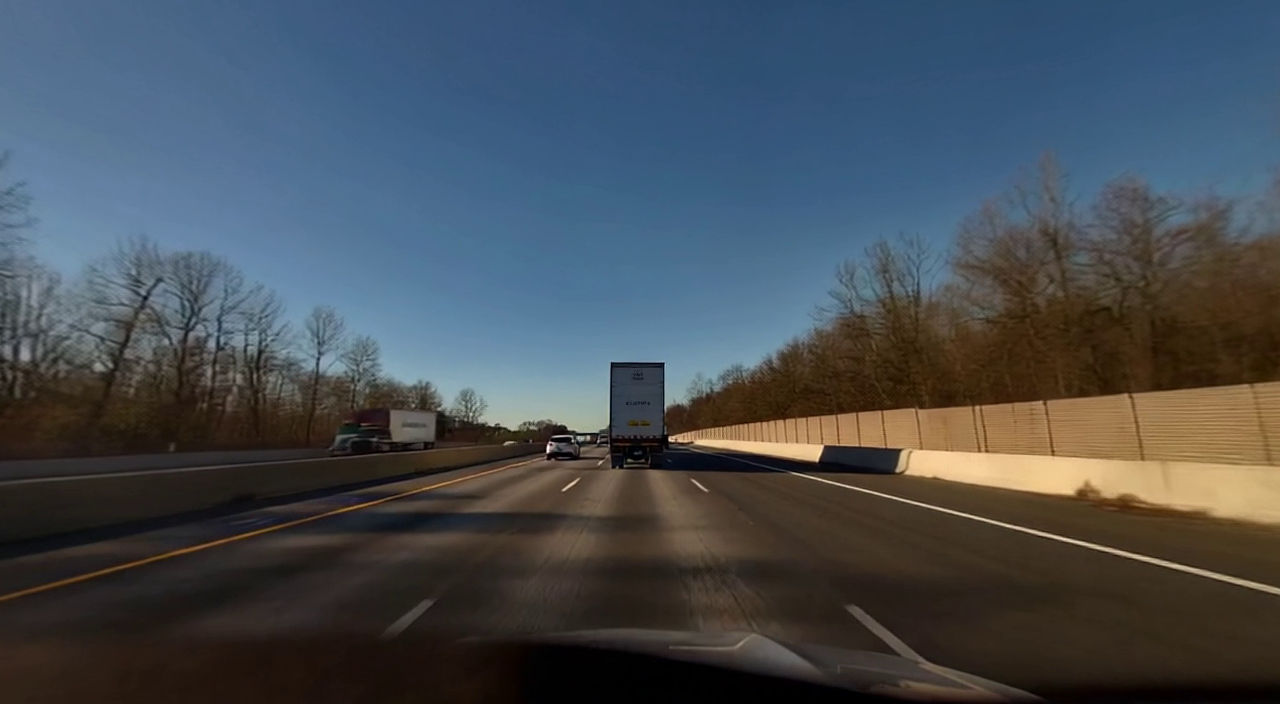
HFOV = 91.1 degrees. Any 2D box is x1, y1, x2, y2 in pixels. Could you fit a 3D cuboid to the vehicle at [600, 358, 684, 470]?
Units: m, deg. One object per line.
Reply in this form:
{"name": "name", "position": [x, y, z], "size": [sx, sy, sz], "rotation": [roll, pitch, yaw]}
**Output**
{"name": "vehicle", "position": [0.013, 3.299, 30.703], "size": [2.965, 3.972, 16.689], "rotation": [0, -8, 0]}

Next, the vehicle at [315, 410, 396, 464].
{"name": "vehicle", "position": [-21.925, 6.589, 48.909], "size": [3.143, 3.890, 6.384], "rotation": [0, -7, 1]}

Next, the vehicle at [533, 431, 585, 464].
{"name": "vehicle", "position": [-3.911, 4.690, 31.113], "size": [2.005, 1.521, 4.454], "rotation": [0, -8, 0]}
